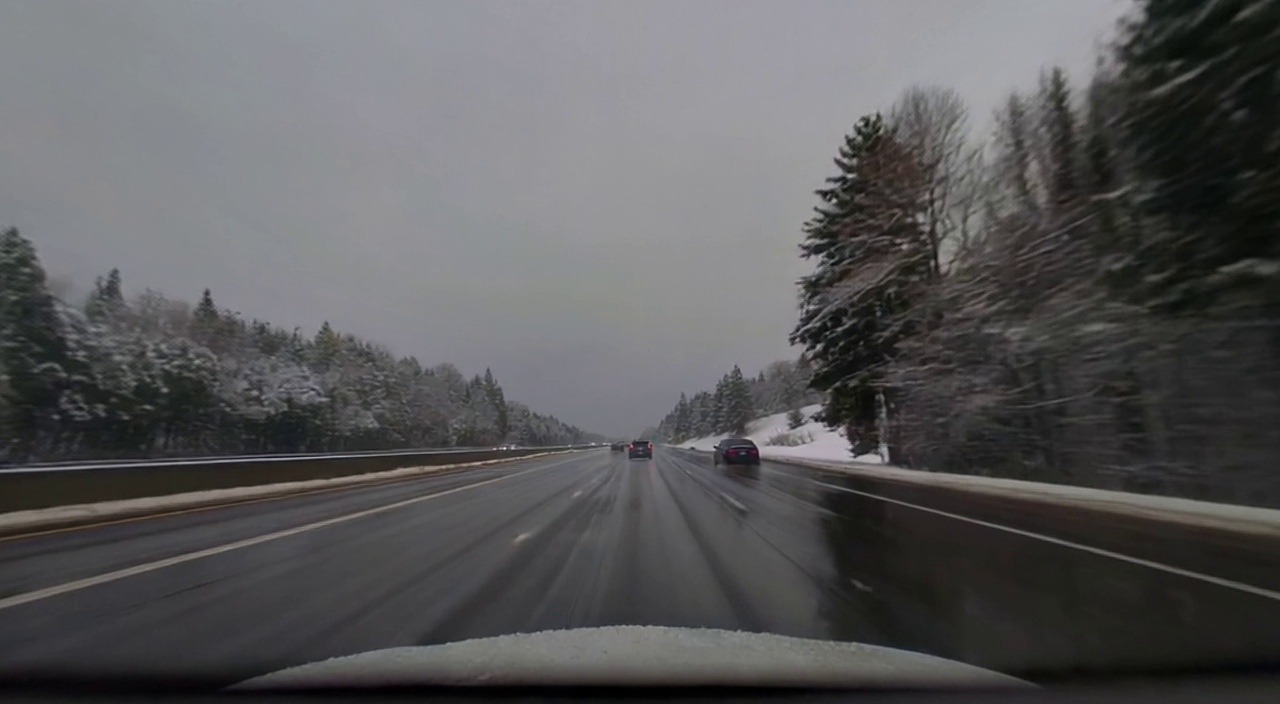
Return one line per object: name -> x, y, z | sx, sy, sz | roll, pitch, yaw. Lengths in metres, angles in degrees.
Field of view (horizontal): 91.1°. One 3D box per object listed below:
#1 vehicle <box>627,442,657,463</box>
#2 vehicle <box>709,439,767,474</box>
vehicle -> 0.123, 7.341, 45.859 | 2.052, 1.449, 3.857 | 0, -8, 0
vehicle -> 4.583, 4.982, 30.133 | 2.008, 1.524, 4.598 | 0, -8, 0
